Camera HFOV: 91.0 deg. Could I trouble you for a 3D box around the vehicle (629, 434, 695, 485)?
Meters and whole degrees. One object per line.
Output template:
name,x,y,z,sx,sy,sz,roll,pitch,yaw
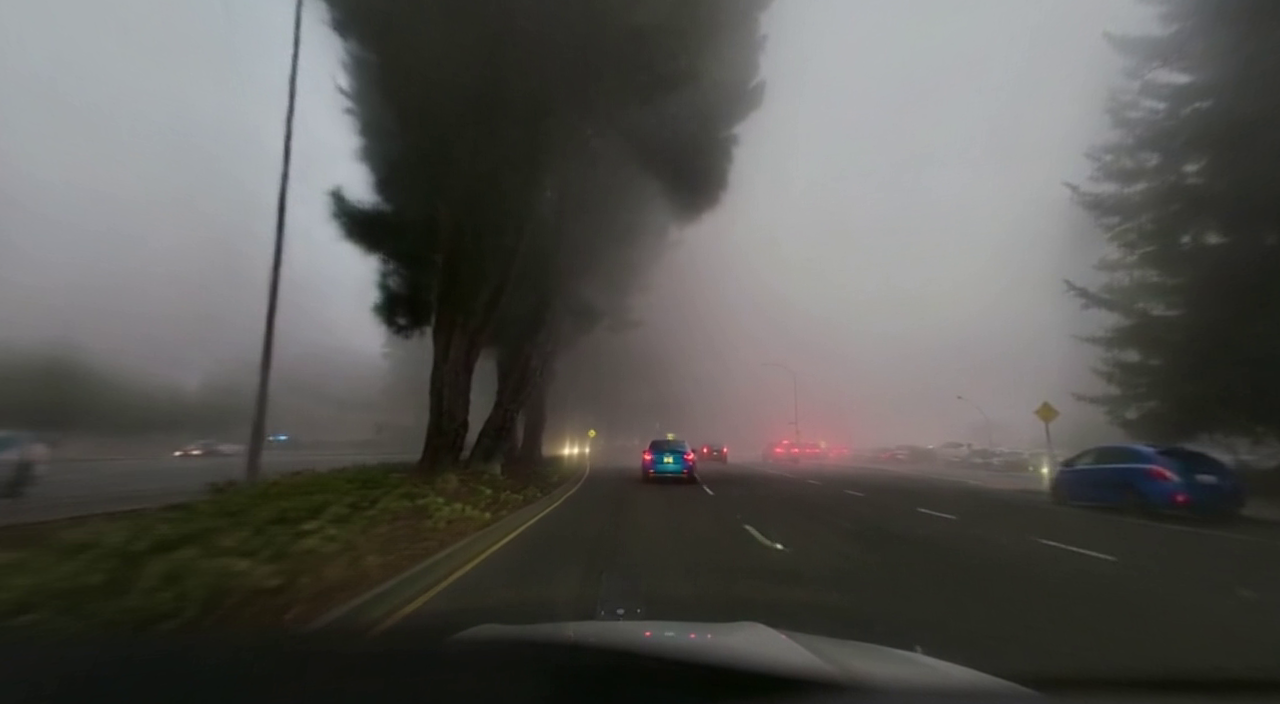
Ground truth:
vehicle,0.739,3.801,22.564,2.145,1.603,4.369,0,-8,1

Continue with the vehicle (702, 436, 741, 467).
vehicle,5.052,6.225,39.575,1.976,1.796,4.159,0,-8,2

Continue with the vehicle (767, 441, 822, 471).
vehicle,8.187,5.529,33.755,1.928,1.488,4.361,0,-8,1

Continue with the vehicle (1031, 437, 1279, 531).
vehicle,11.423,2.819,14.202,2.106,1.719,4.830,0,-8,0
